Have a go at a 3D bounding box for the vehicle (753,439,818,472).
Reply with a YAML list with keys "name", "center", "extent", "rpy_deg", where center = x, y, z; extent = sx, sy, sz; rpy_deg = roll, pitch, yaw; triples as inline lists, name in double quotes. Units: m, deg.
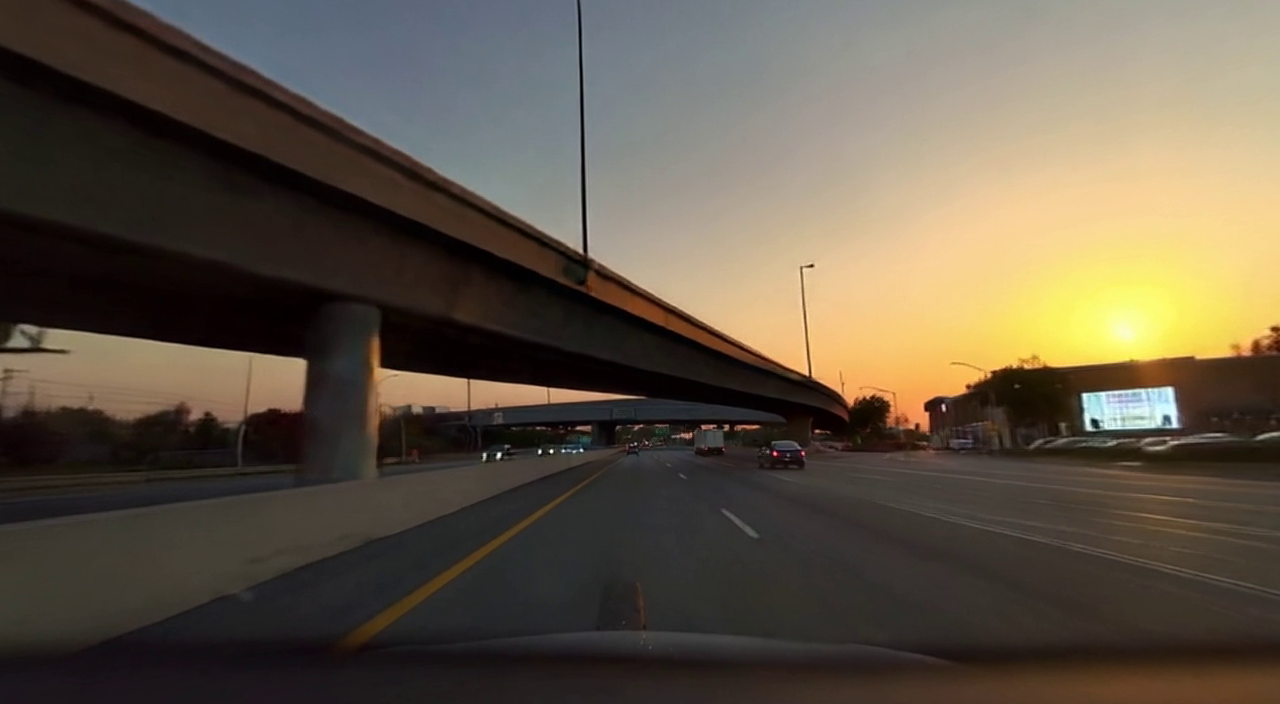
- name: "vehicle"
  center: [7.338, 5.297, 32.316]
  extent: [2.079, 1.518, 5.032]
  rpy_deg: [0, -8, -1]
